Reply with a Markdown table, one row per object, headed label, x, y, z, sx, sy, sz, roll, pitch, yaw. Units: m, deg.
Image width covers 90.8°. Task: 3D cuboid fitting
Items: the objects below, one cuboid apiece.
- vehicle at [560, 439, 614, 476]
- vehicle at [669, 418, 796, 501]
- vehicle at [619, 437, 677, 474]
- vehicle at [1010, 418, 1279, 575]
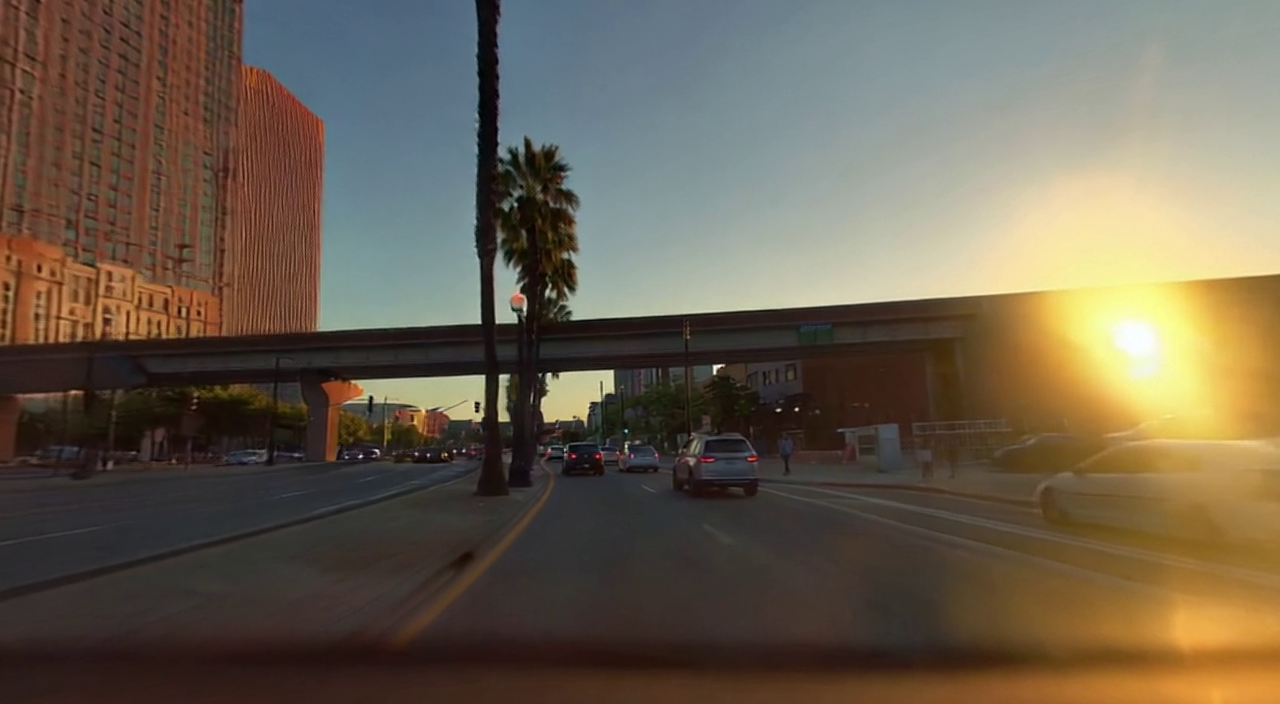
| label | x | y | z | sx | sy | sz | roll | pitch | yaw |
| --- | --- | --- | --- | --- | --- | --- | --- | --- | --- |
| vehicle | -2.648 | 5.041 | 30.458 | 2.332 | 1.625 | 4.933 | 1 | -9 | -8 |
| vehicle | 2.364 | 2.984 | 17.876 | 2.407 | 1.991 | 5.130 | 0 | -9 | -5 |
| vehicle | 0.308 | 5.317 | 32.656 | 2.214 | 1.711 | 4.474 | 1 | -9 | -9 |
| vehicle | 7.434 | 1.825 | 8.777 | 1.914 | 1.596 | 4.494 | 0 | -9 | 1 |
